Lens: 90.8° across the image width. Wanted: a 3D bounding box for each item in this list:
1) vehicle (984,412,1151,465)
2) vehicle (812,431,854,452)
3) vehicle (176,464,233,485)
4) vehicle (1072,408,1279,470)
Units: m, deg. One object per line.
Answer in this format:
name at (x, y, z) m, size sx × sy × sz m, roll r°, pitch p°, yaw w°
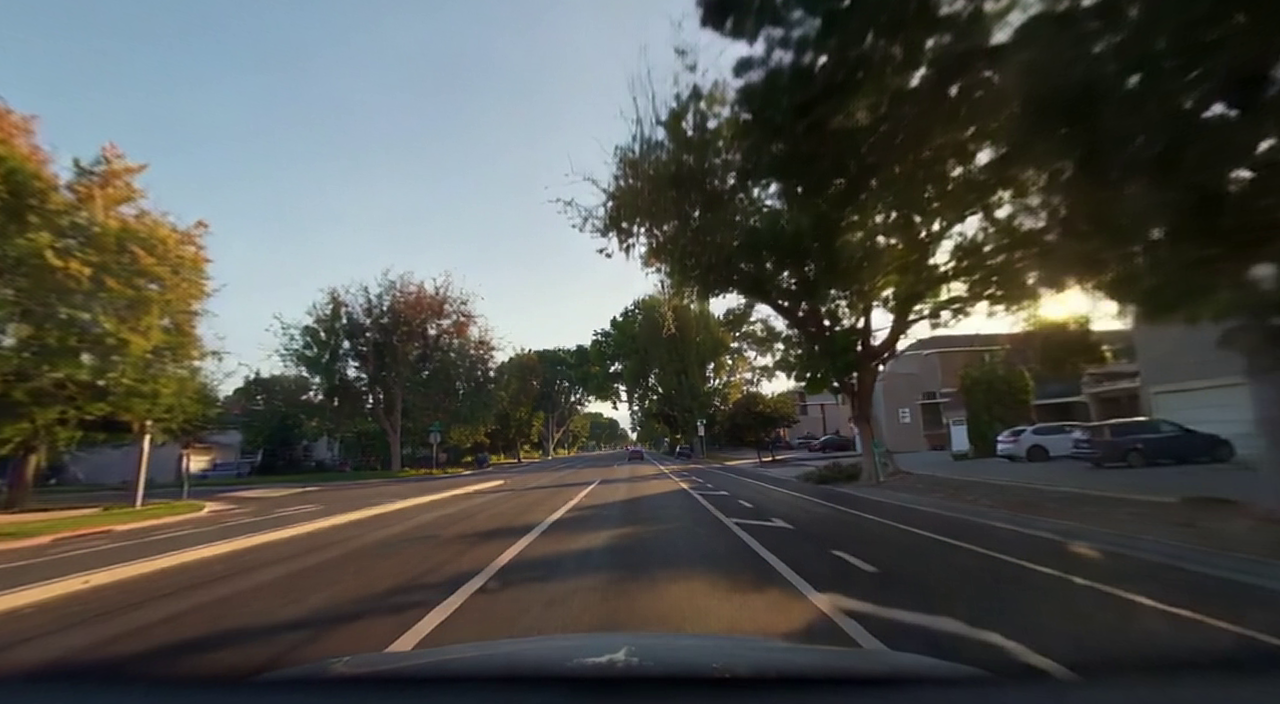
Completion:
vehicle at (16.299, 3.328, 24.278) m, size 4.843 × 1.594 × 2.127 m, roll -4°, pitch -9°, yaw -3°
vehicle at (15.092, 7.077, 49.664) m, size 1.908 × 1.610 × 4.582 m, roll -1°, pitch -9°, yaw 2°
vehicle at (-34.050, 9.593, 49.546) m, size 1.774 × 1.430 × 4.131 m, roll 0°, pitch -9°, yaw -4°
vehicle at (16.291, 2.665, 19.267) m, size 4.655 × 1.511 × 2.045 m, roll -3°, pitch -9°, yaw -1°
